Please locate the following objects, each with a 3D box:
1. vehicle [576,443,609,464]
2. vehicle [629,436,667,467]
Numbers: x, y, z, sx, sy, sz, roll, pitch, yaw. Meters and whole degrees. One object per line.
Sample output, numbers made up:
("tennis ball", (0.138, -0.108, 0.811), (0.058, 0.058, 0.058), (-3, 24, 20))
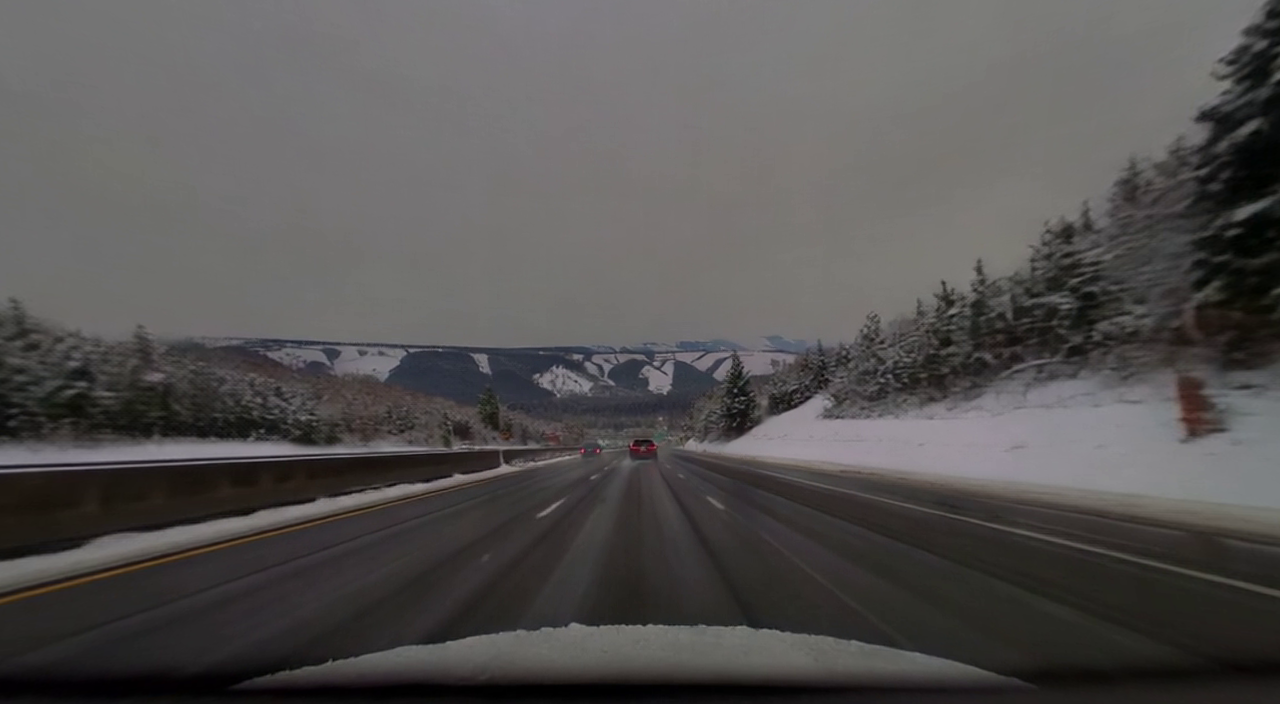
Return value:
("vehicle", (-3.519, 7.567, 47.000), (2.082, 1.485, 4.237), (0, -8, 1))
("vehicle", (0.461, 6.282, 39.798), (2.272, 1.836, 4.866), (0, -8, 0))
